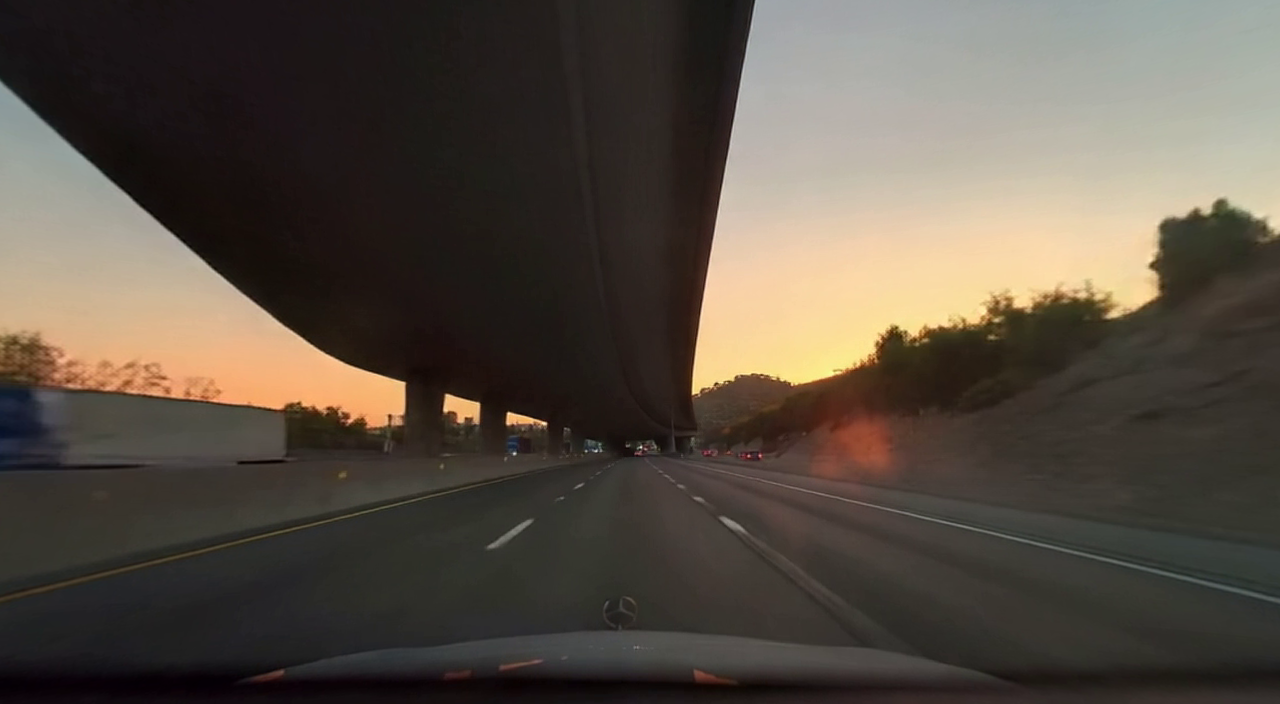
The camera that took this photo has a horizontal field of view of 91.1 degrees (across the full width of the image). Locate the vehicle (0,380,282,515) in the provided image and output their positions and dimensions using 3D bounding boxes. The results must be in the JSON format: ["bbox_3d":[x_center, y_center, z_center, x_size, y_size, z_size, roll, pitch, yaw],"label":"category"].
[{"bbox_3d":[-20.424,3.942,25.890,3.100,4.004,14.159,0,-9,-1],"label":"vehicle"}]

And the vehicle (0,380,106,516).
[{"bbox_3d":[-20.332,2.917,19.019,2.942,3.931,5.873,0,-9,-1],"label":"vehicle"}]
